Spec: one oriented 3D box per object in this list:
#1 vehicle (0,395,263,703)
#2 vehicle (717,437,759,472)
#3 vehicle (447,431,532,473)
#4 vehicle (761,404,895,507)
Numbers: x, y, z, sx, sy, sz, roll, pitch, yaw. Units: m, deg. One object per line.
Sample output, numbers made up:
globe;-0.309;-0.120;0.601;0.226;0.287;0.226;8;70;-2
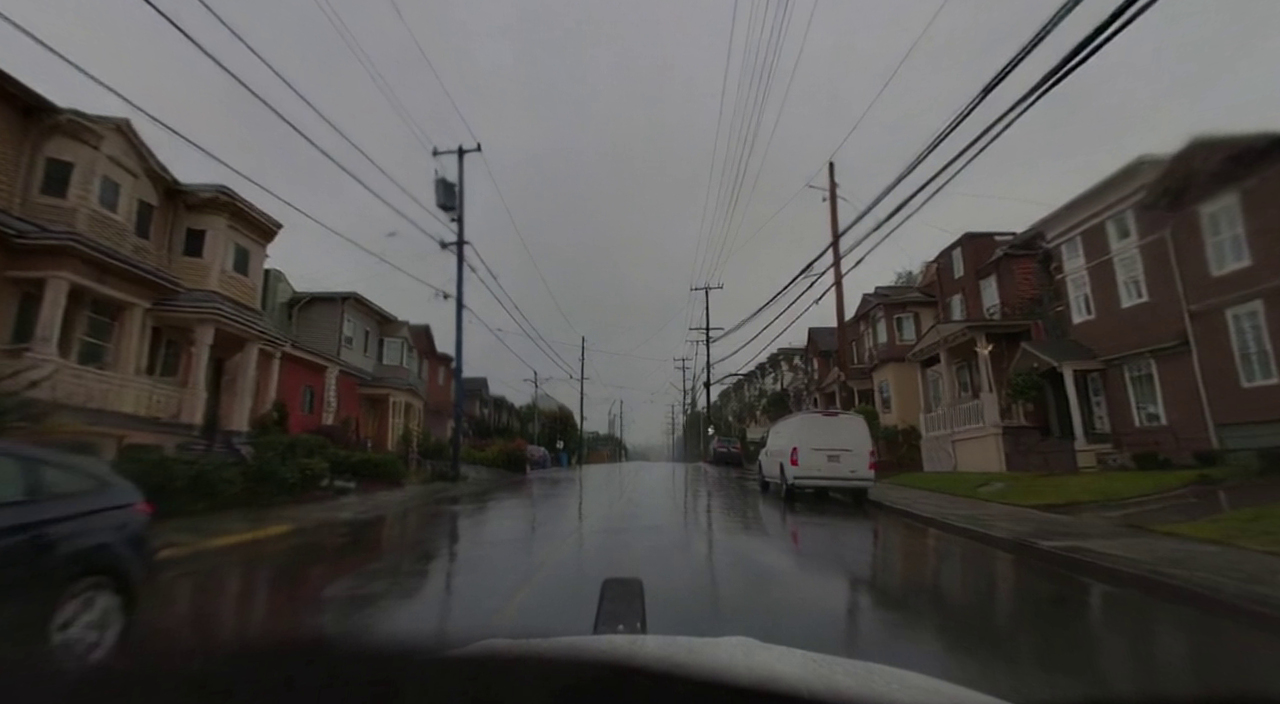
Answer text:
vehicle;-3.972;0.933;2.620;1.960;1.507;4.542;-1;-6;1
vehicle;5.344;5.627;34.993;1.961;1.777;4.189;0;-8;4
vehicle;-7.514;5.000;31.794;3.684;1.628;1.792;5;-5;3
vehicle;4.581;2.573;16.180;2.343;2.229;4.199;0;-8;3
